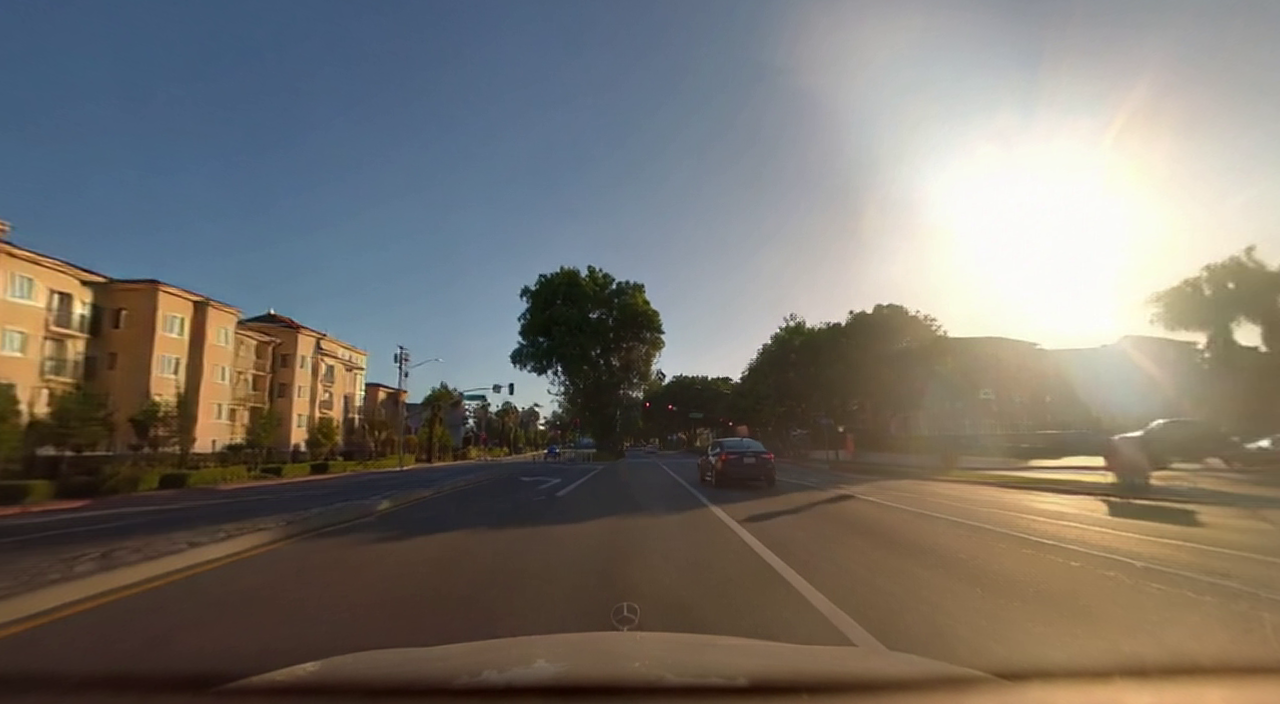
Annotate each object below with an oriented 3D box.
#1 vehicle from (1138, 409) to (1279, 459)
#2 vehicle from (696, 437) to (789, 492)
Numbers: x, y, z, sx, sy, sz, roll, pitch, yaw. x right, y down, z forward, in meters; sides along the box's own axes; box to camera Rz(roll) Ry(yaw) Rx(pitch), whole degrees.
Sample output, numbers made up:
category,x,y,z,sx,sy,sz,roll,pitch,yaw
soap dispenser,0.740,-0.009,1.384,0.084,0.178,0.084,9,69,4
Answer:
category,x,y,z,sx,sy,sz,roll,pitch,yaw
vehicle,22.408,3.199,24.450,4.383,1.815,2.061,-1,-8,2
vehicle,2.937,3.332,19.048,1.964,1.448,4.295,0,-8,-1
